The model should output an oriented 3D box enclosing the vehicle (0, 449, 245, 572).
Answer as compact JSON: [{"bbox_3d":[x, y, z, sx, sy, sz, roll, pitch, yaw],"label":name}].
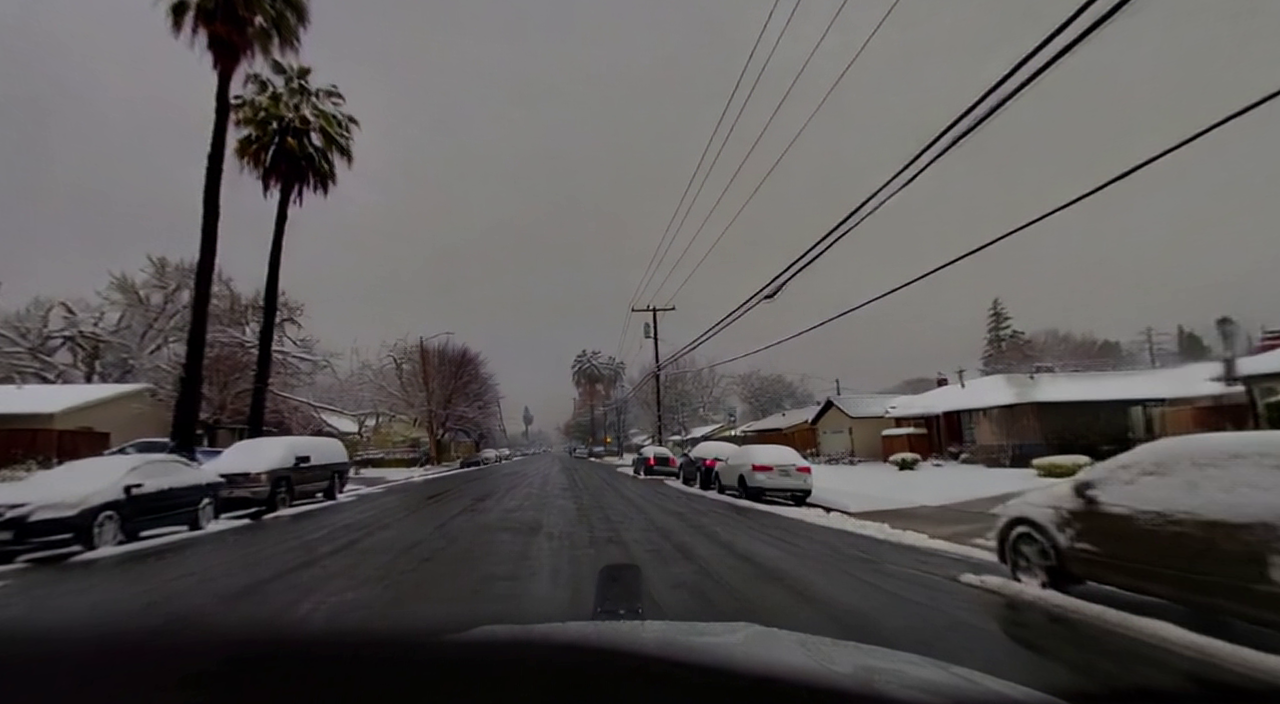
[{"bbox_3d":[-8.164,2.273,9.880,1.801,1.477,4.239,2,-9,-10],"label":"vehicle"}]

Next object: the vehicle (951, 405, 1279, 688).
[{"bbox_3d":[4.577,1.256,4.474,1.943,1.623,4.471,2,-9,-9],"label":"vehicle"}]

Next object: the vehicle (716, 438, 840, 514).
[{"bbox_3d":[3.373,3.143,16.455,1.894,1.675,4.294,1,-9,-5],"label":"vehicle"}]

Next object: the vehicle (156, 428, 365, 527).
[{"bbox_3d":[-8.852,2.969,15.584,2.300,1.943,5.744,1,-9,-9],"label":"vehicle"}]

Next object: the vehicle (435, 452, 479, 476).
[{"bbox_3d":[-12.183,7.464,42.346,2.013,1.483,4.645,1,-9,-6],"label":"vehicle"}]

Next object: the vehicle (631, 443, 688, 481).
[{"bbox_3d":[0.947,5.733,33.303,2.115,1.826,4.871,2,-9,-9],"label":"vehicle"}]
